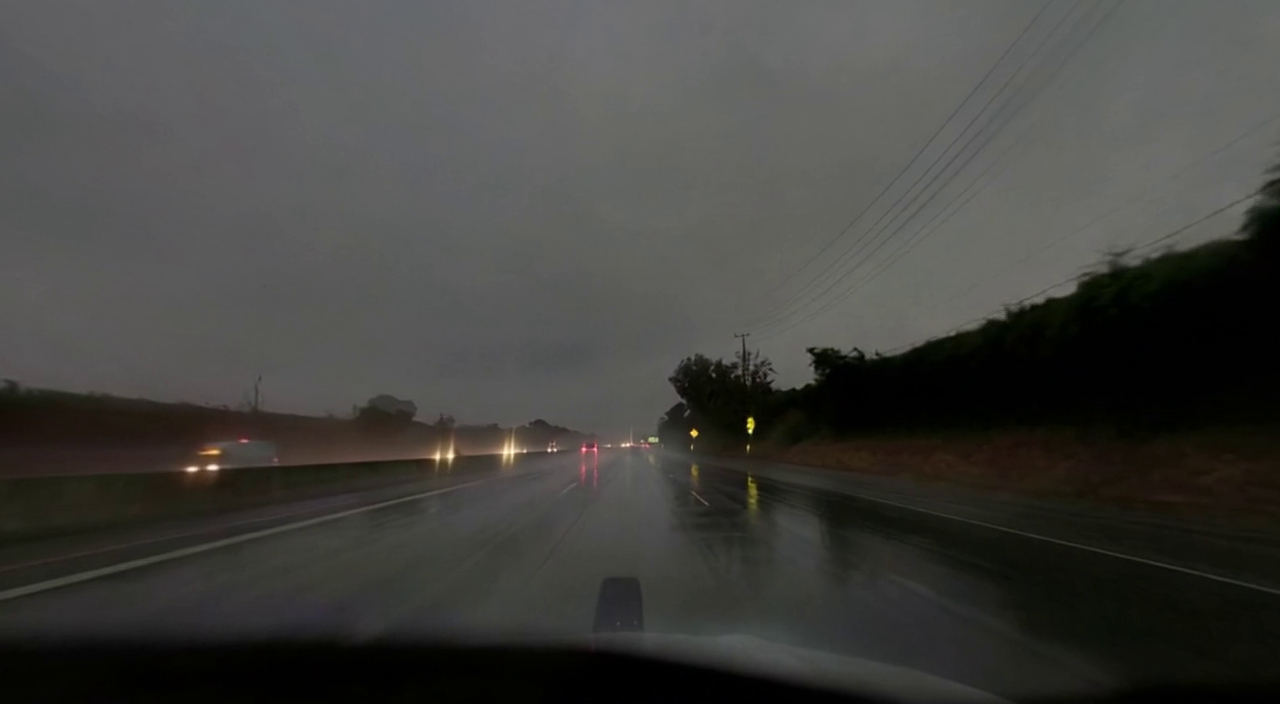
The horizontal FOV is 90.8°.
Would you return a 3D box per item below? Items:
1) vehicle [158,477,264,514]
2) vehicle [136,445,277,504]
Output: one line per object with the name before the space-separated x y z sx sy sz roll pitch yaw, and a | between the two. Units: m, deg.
vehicle | -24.582 8.222 36.551 2.230 1.685 5.700 0 -8 -1
vehicle | -33.290 9.325 49.490 2.996 3.694 11.637 -4 -7 0
